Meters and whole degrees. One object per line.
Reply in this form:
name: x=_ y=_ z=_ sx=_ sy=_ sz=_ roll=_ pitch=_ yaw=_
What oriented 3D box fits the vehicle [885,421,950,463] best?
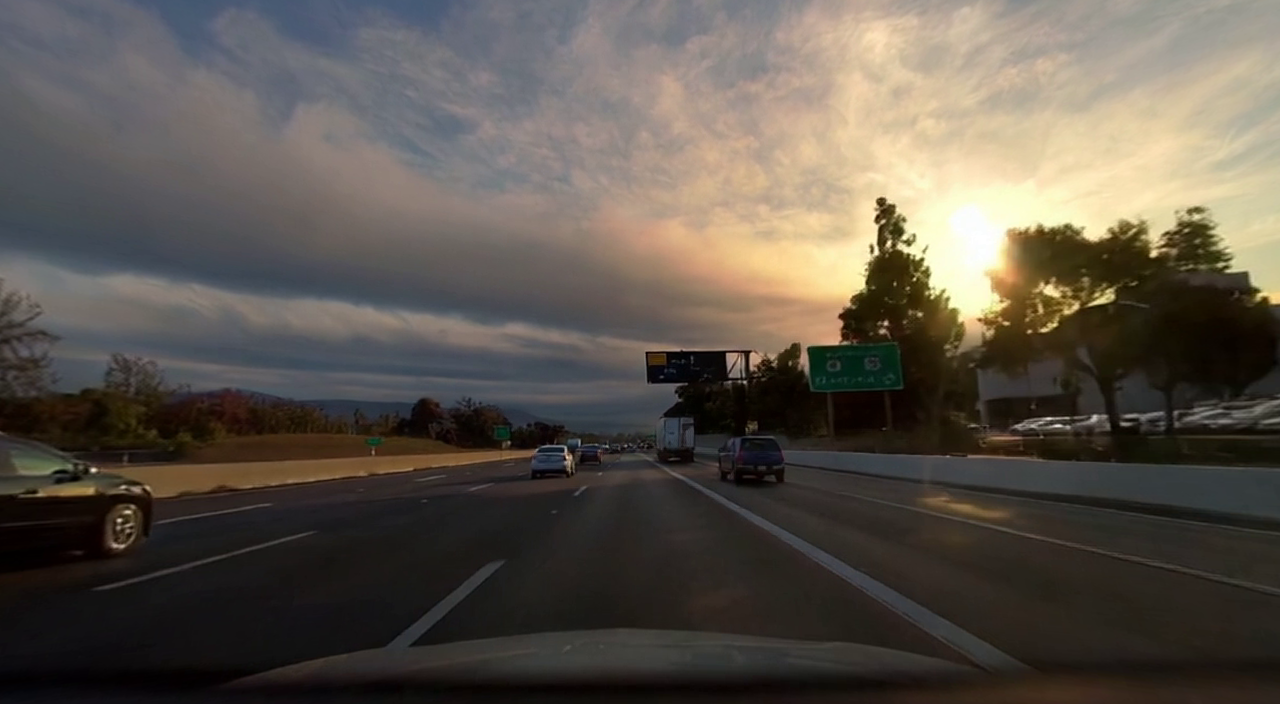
vehicle: x=19.662 y=6.448 z=44.995 sx=2.417 sy=2.793 sz=4.485 roll=0 pitch=-9 yaw=-1

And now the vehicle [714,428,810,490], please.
vehicle: x=3.931 y=3.541 z=21.202 sx=2.198 sy=1.807 sz=4.530 roll=0 pitch=-8 yaw=-1

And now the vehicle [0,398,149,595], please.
vehicle: x=-7.047 y=1.191 z=4.804 sx=2.129 sy=1.813 sz=5.525 roll=0 pitch=-8 yaw=0

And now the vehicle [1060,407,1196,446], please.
vehicle: x=29.636 y=4.624 z=38.607 sx=5.997 sy=2.075 sz=2.388 roll=-3 pitch=-9 yaw=10

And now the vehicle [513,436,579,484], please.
vehicle: x=-3.686 y=4.337 z=25.631 sx=1.987 sy=1.765 sz=4.508 roll=0 pitch=-8 yaw=0
